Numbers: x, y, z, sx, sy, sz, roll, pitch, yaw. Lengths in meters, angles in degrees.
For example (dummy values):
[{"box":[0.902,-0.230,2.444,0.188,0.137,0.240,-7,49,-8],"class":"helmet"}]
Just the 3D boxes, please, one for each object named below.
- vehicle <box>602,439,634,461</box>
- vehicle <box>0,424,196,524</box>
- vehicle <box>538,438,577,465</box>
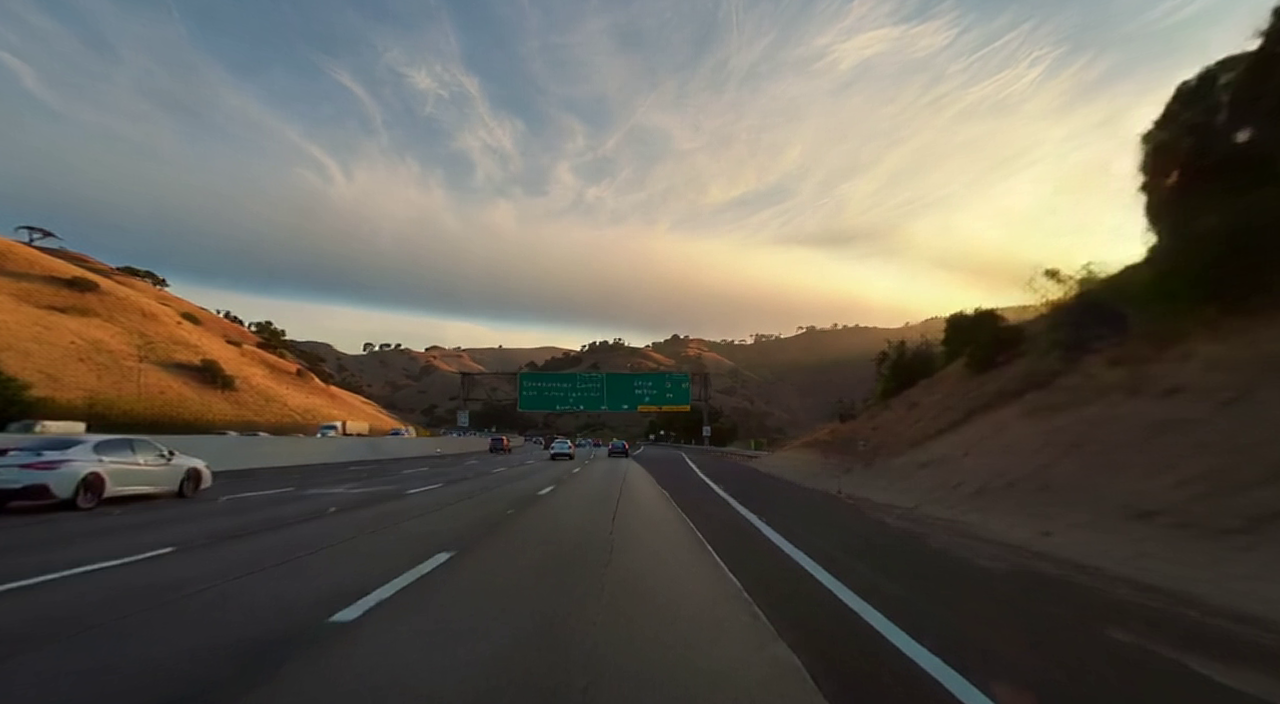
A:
[{"box":[-1.705,7.602,49.063,2.421,1.594,4.248,0,-9,-2],"class":"vehicle"},{"box":[-11.641,2.366,12.763,2.047,1.645,4.451,0,-9,0],"class":"vehicle"},{"box":[-5.301,6.483,41.120,2.060,1.631,4.214,0,-9,-1],"class":"vehicle"}]
